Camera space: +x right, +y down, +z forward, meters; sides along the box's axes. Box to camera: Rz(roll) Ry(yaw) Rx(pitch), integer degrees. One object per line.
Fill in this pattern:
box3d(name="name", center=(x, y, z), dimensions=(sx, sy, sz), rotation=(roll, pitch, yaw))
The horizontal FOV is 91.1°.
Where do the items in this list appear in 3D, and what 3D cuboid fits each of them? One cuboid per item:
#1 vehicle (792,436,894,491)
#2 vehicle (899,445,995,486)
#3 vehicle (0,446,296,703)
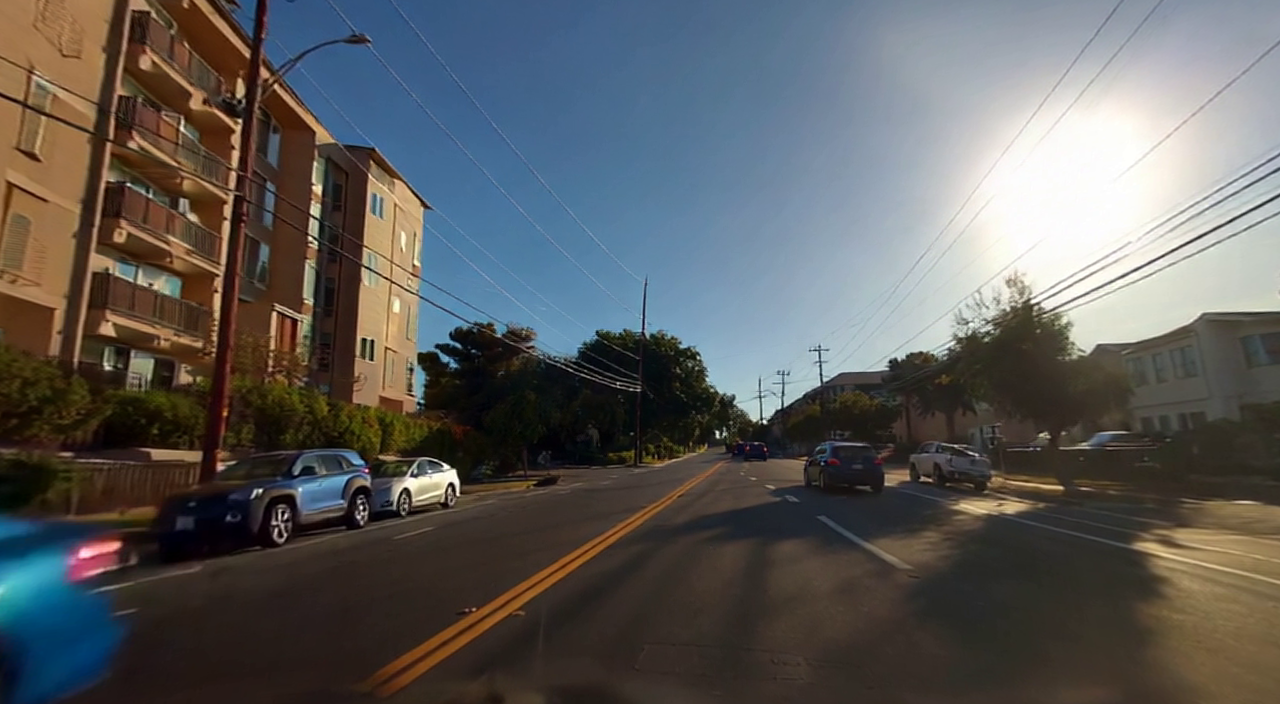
box3d(name="vehicle", center=(6.191, 3.452, 19.771), dimensions=(2.052, 1.506, 4.432), rotation=(-1, -8, 5))
box3d(name="vehicle", center=(12.249, 4.529, 25.397), dimensions=(1.935, 1.478, 4.711), rotation=(-1, -8, 6))
box3d(name="vehicle", center=(-3.741, 1.054, 2.110), dimensions=(2.155, 1.436, 4.501), rotation=(-2, -9, 9))
